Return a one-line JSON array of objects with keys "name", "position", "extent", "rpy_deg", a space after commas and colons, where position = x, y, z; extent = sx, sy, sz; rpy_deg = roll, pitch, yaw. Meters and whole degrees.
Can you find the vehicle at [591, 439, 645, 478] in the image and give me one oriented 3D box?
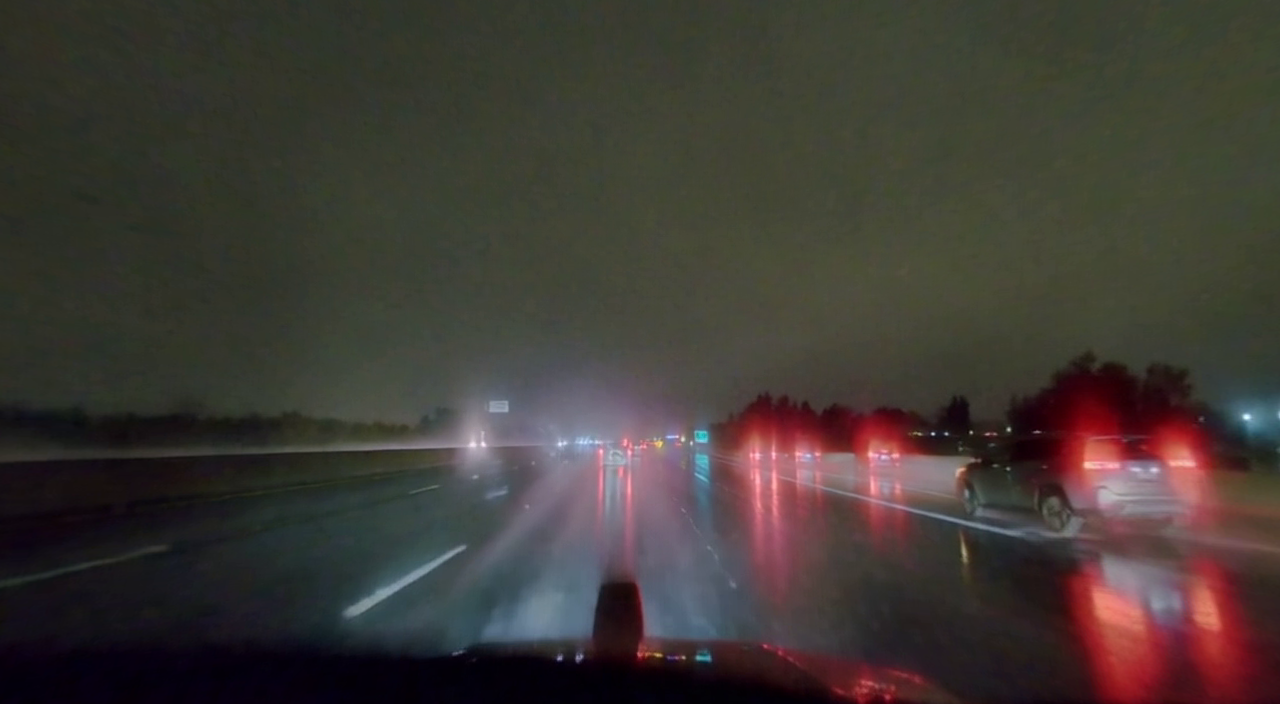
[{"name": "vehicle", "position": [-0.853, 4.538, 26.889], "extent": [2.055, 1.509, 4.255], "rpy_deg": [-1, -9, 1]}]
